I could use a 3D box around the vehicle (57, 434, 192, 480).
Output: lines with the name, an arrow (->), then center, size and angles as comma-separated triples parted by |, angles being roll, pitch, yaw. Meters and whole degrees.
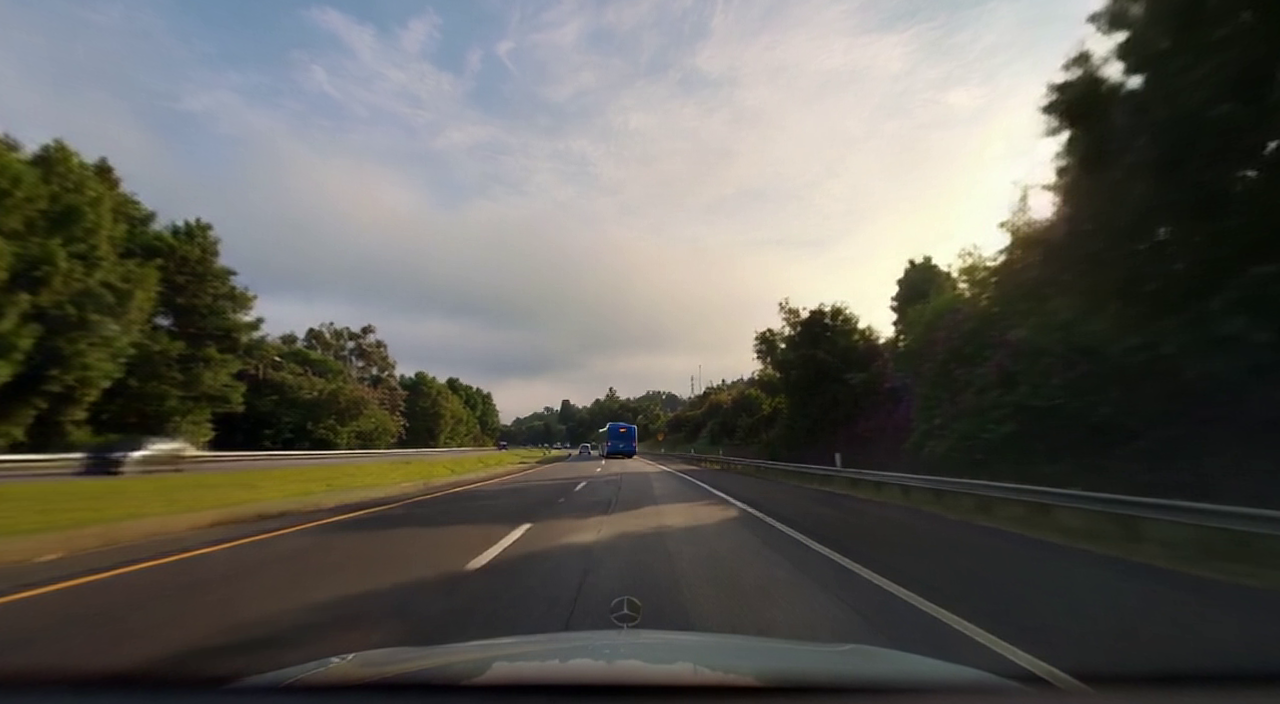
vehicle -> -19.631, 4.025, 24.260 | 1.810, 1.612, 4.003 | 0, -9, -1
